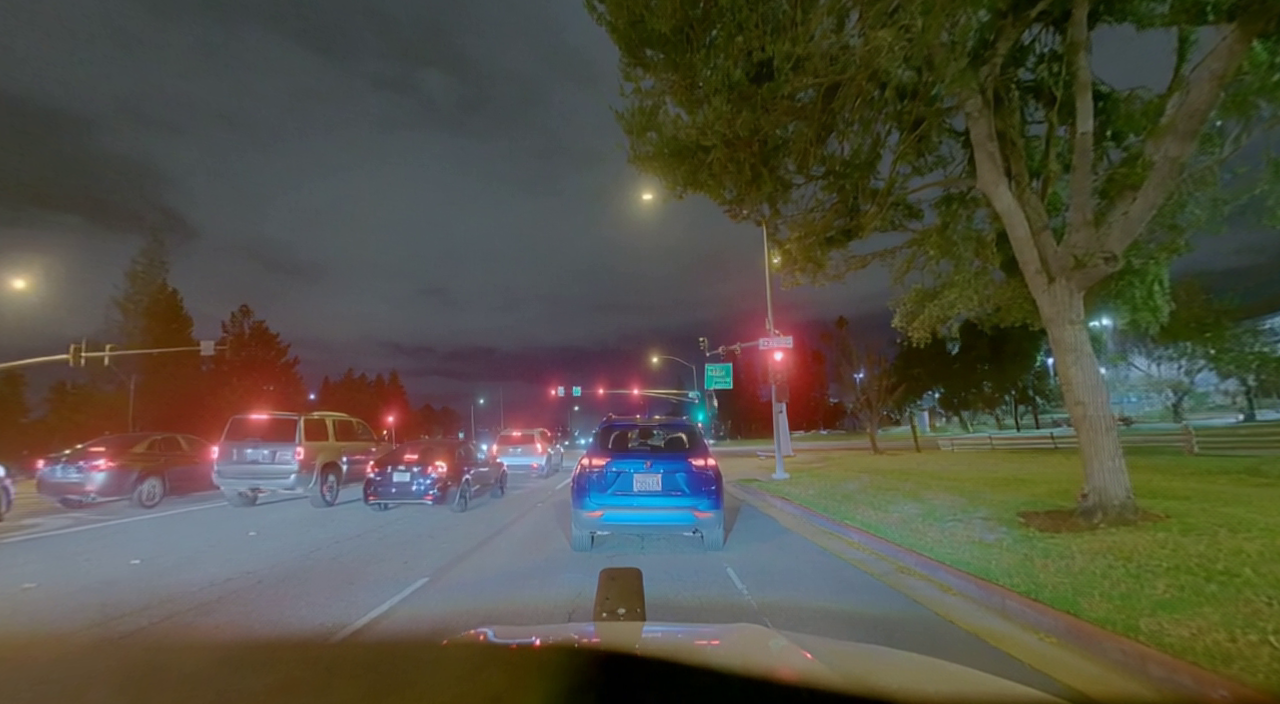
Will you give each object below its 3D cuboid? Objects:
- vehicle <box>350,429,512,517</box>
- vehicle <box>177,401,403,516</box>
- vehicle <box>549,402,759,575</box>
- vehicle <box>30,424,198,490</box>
[{"bbox_3d":[-4.088,2.441,13.215,1.942,1.523,4.212,0,-9,0],"label":"vehicle"},{"bbox_3d":[-7.403,2.334,14.246,2.195,2.093,5.185,0,-9,-1],"label":"vehicle"},{"bbox_3d":[0.106,1.663,8.407,2.055,1.681,4.270,0,-9,-1],"label":"vehicle"},{"bbox_3d":[-17.682,3.551,21.599,2.136,1.976,4.342,0,-9,-4],"label":"vehicle"}]
